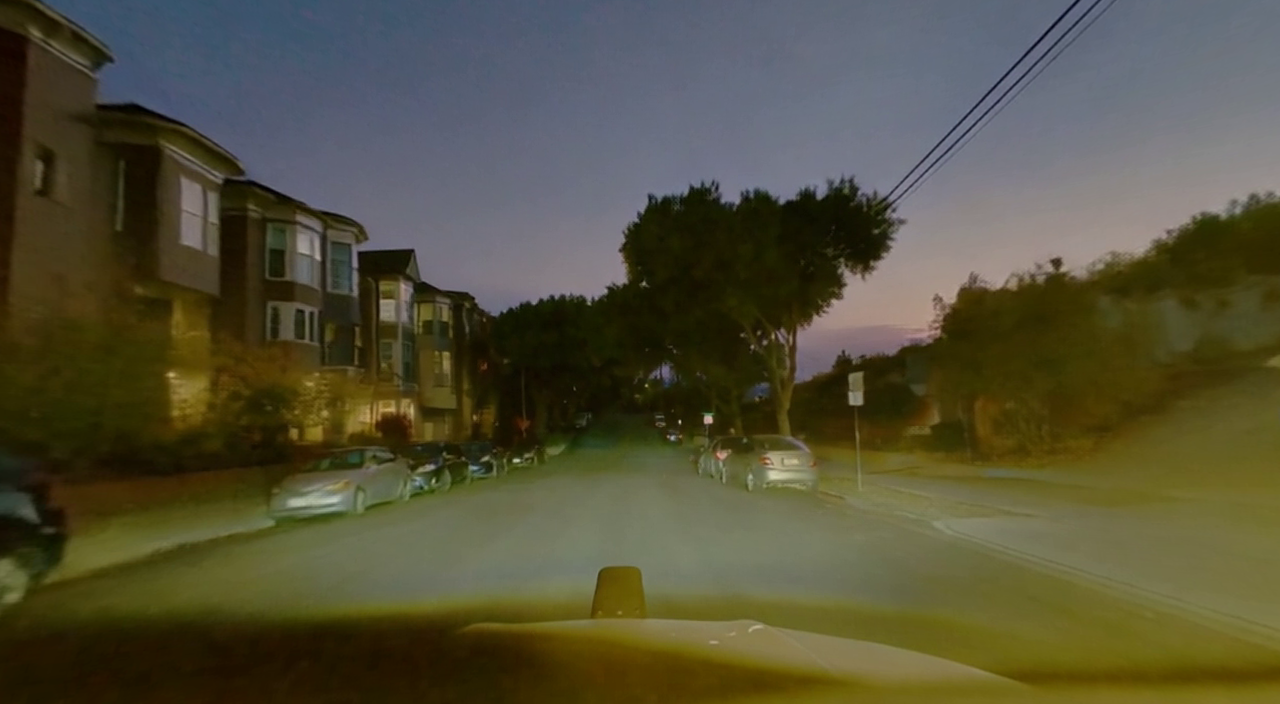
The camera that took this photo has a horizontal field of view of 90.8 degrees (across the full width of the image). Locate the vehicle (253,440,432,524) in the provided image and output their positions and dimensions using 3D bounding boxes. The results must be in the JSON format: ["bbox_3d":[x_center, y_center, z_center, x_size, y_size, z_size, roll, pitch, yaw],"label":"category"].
[{"bbox_3d":[-6.086,2.664,13.555,2.003,1.489,4.051,0,-8,-3],"label":"vehicle"}]

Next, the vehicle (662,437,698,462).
[{"bbox_3d":[2.705,6.652,43.233,1.966,1.620,4.187,0,-8,-3],"label":"vehicle"}]

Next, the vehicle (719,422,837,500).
[{"bbox_3d":[3.431,2.824,16.698,1.952,1.738,4.518,0,-8,-2],"label":"vehicle"}]

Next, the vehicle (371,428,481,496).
[{"bbox_3d":[-6.186,3.292,18.887,1.830,1.750,4.502,1,-10,-2],"label":"vehicle"}]

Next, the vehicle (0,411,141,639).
[{"bbox_3d":[-5.748,1.147,3.696,1.958,1.682,4.536,0,-8,-1],"label":"vehicle"}]
